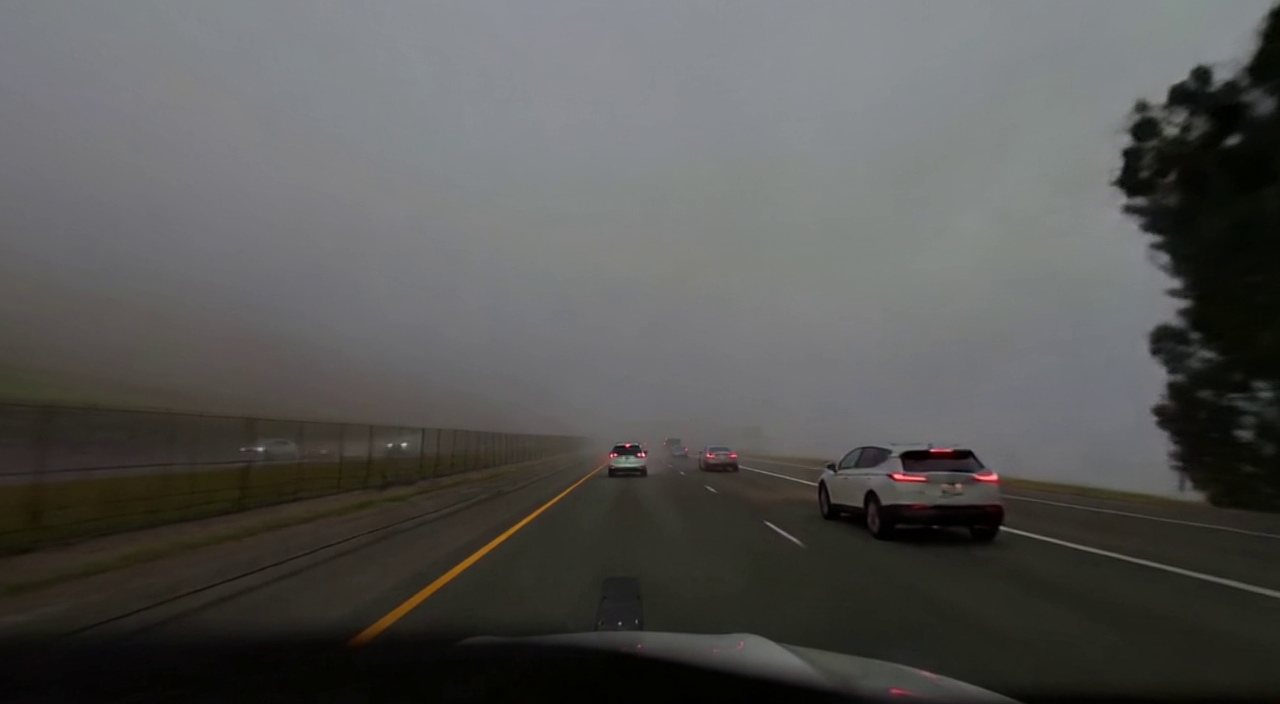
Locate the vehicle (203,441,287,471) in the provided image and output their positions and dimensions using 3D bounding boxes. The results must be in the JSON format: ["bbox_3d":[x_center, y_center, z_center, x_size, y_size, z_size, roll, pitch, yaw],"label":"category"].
[{"bbox_3d":[-25.040,6.575,40.167,2.172,1.771,4.917,0,-9,-1],"label":"vehicle"}]

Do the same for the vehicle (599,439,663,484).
[{"bbox_3d":[-0.326,3.880,22.487,2.085,1.449,3.860,0,-9,-1],"label":"vehicle"}]

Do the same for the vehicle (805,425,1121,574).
[{"bbox_3d":[3.847,1.815,8.565,1.949,1.493,4.272,0,-9,-1],"label":"vehicle"}]

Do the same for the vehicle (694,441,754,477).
[{"bbox_3d":[3.572,4.634,27.502,1.957,1.447,4.241,0,-9,-1],"label":"vehicle"}]
